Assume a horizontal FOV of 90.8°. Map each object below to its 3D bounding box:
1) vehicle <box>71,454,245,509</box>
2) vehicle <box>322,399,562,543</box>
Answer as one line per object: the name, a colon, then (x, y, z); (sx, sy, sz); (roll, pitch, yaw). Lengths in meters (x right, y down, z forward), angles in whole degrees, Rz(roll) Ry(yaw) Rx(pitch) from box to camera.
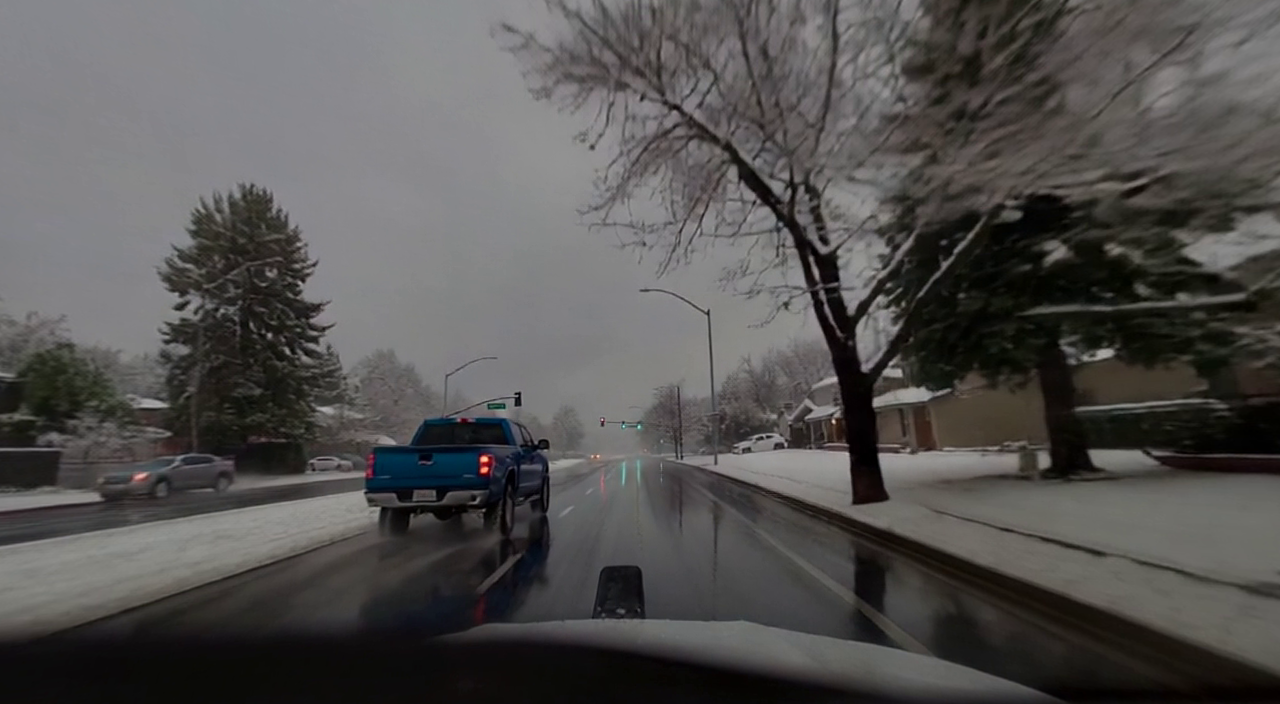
vehicle: (-15.011, 4.022, 20.060); (1.991, 1.466, 4.370); (-1, -9, 2)
vehicle: (-3.140, 2.109, 11.856); (2.508, 2.001, 5.880); (-1, -9, 1)
